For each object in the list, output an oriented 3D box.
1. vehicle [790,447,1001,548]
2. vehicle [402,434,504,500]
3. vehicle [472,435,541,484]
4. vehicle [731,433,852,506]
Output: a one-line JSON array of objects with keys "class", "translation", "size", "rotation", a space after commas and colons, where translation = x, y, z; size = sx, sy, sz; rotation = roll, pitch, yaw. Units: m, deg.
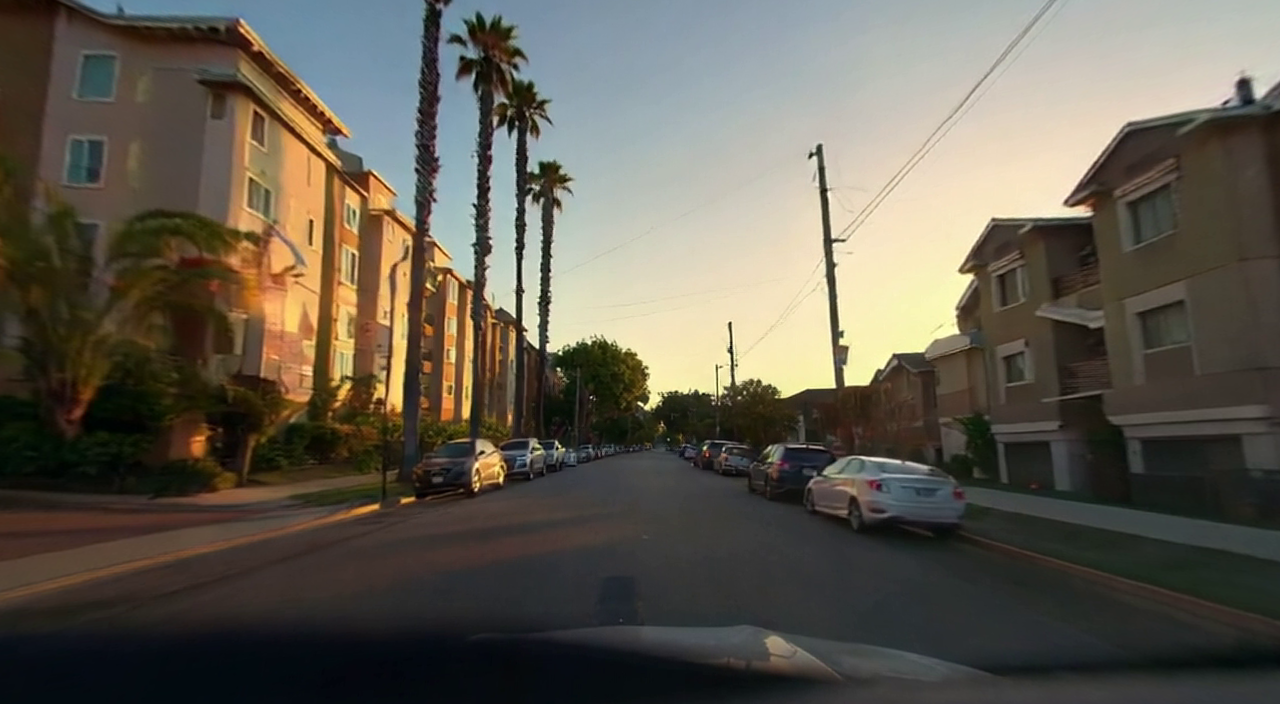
[{"class": "vehicle", "translation": [4.335, 2.504, 11.663], "size": [1.909, 1.449, 4.513], "rotation": [0, -8, -2]}, {"class": "vehicle", "translation": [-5.800, 3.600, 20.230], "size": [1.947, 1.806, 4.413], "rotation": [2, -8, -1]}, {"class": "vehicle", "translation": [-5.573, 4.532, 27.003], "size": [2.087, 1.896, 4.554], "rotation": [0, -8, -1]}, {"class": "vehicle", "translation": [4.151, 3.319, 18.347], "size": [2.201, 1.787, 5.007], "rotation": [0, -8, -1]}]
